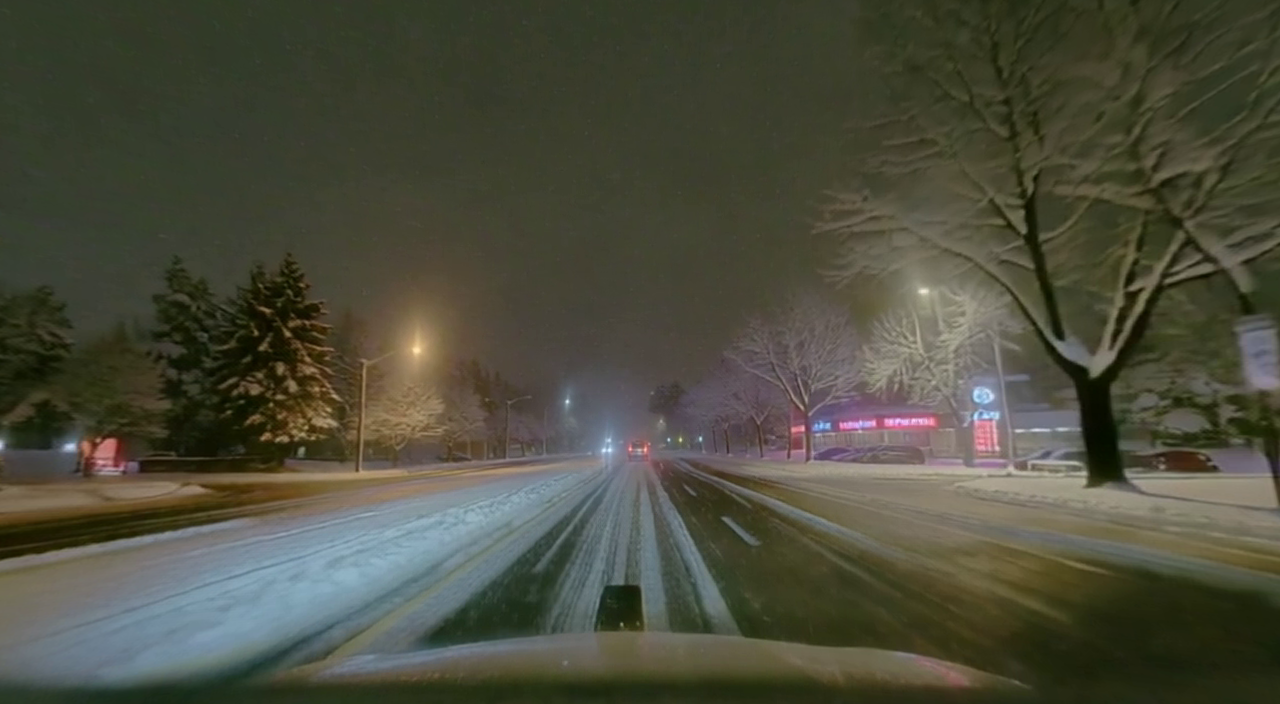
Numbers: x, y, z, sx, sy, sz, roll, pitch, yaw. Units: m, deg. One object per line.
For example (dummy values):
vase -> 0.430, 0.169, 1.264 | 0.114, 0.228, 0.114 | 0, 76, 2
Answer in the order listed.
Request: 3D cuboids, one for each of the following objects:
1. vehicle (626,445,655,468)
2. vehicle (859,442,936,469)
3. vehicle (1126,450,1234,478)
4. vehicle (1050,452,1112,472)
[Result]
vehicle -> 0.001, 7.917, 48.272 | 2.095, 1.647, 4.205 | 0, -8, 0
vehicle -> 19.039, 7.686, 46.897 | 4.739, 1.916, 2.136 | 0, -8, 2
vehicle -> 31.724, 6.586, 37.350 | 2.058, 1.498, 4.870 | 0, -8, -1
vehicle -> 34.647, 8.623, 49.729 | 1.801, 1.425, 4.094 | 0, -8, -2
